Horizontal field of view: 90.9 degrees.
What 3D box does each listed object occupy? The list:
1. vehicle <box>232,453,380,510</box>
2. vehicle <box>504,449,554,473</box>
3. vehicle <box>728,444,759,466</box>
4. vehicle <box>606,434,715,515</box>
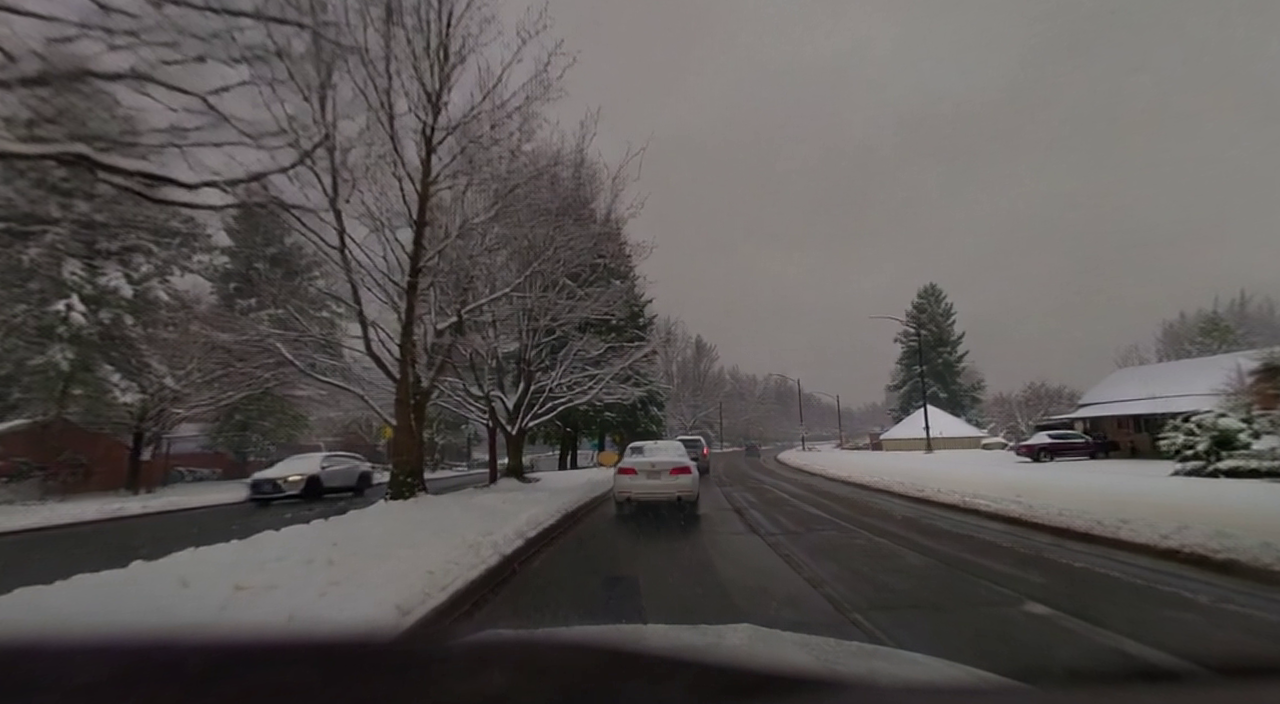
[{"bbox_3d":[-10.094,3.904,19.545,1.909,1.468,4.597,-1,-8,3],"label":"vehicle"},{"bbox_3d":[-7.686,7.569,44.166,2.027,1.511,4.711,-2,-8,9],"label":"vehicle"},{"bbox_3d":[7.345,7.317,45.088,1.984,1.507,4.359,-2,-8,7],"label":"vehicle"},{"bbox_3d":[0.560,2.723,14.565,2.154,1.585,3.997,-1,-8,5],"label":"vehicle"}]
